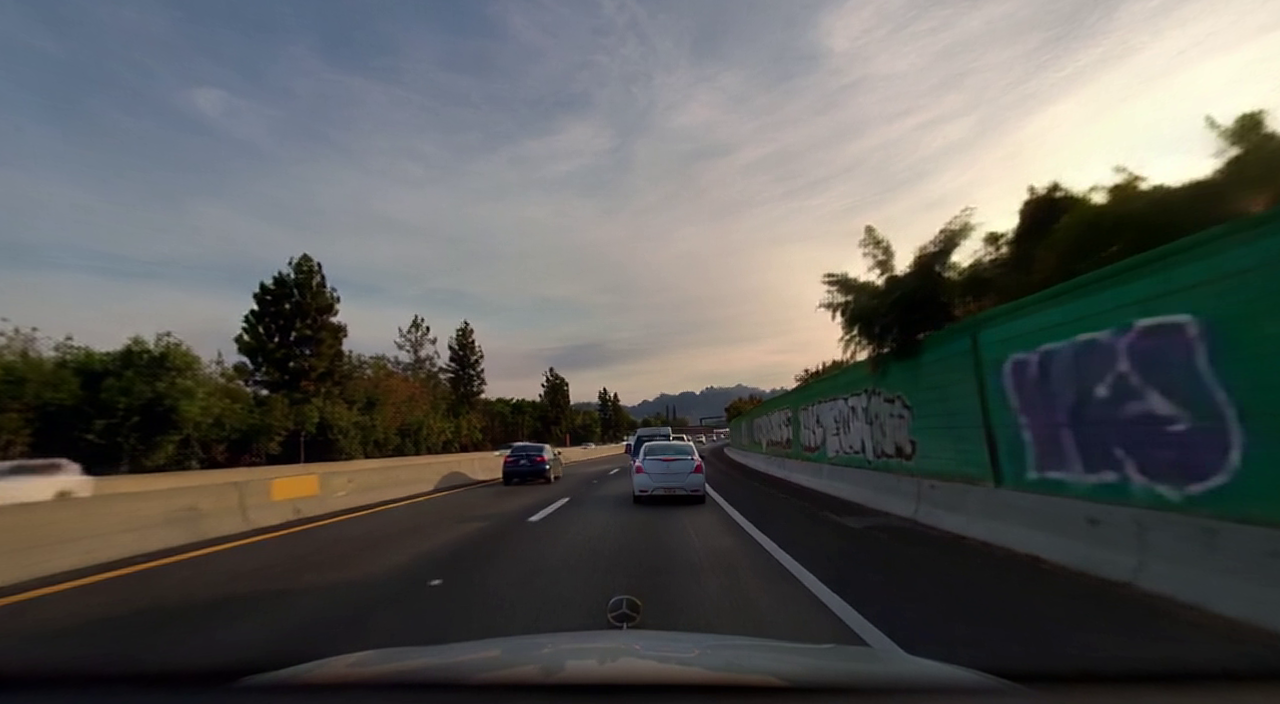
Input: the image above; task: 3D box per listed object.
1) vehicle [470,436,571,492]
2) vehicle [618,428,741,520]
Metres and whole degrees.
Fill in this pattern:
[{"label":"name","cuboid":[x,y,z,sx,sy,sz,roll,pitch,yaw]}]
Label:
[{"label":"vehicle","cuboid":[-3.425,3.297,18.877,2.059,1.471,4.152,0,-8,2]},{"label":"vehicle","cuboid":[0.702,2.353,12.647,2.077,1.533,3.854,0,-8,1]}]
